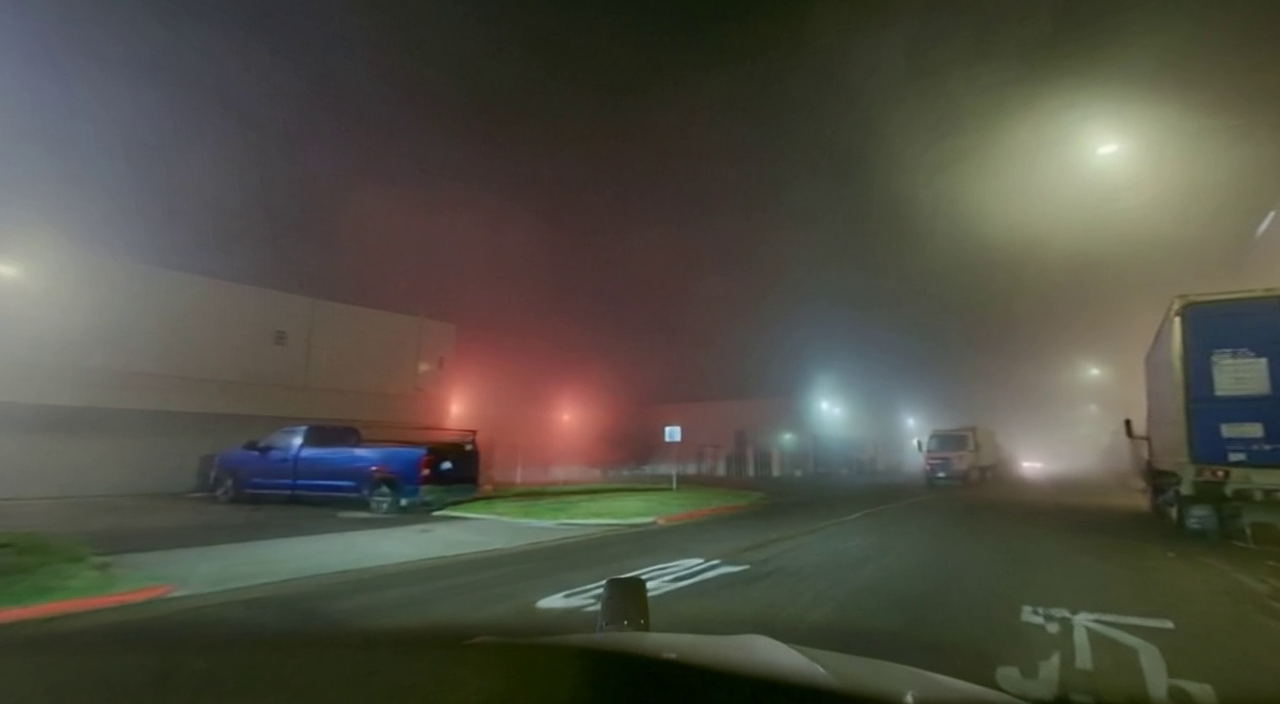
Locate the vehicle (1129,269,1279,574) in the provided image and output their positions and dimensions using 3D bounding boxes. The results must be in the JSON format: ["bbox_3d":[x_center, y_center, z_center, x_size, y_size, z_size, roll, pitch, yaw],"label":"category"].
[{"bbox_3d":[13.465,1.630,14.116,2.966,4.658,11.455,-6,-10,34],"label":"vehicle"}]

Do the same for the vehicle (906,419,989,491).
[{"bbox_3d":[20.189,6.606,41.116,3.111,4.217,7.722,-7,-10,37],"label":"vehicle"}]

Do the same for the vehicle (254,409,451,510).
[{"bbox_3d":[-9.855,3.606,22.348,2.298,3.004,6.271,-8,-8,26],"label":"vehicle"}]
